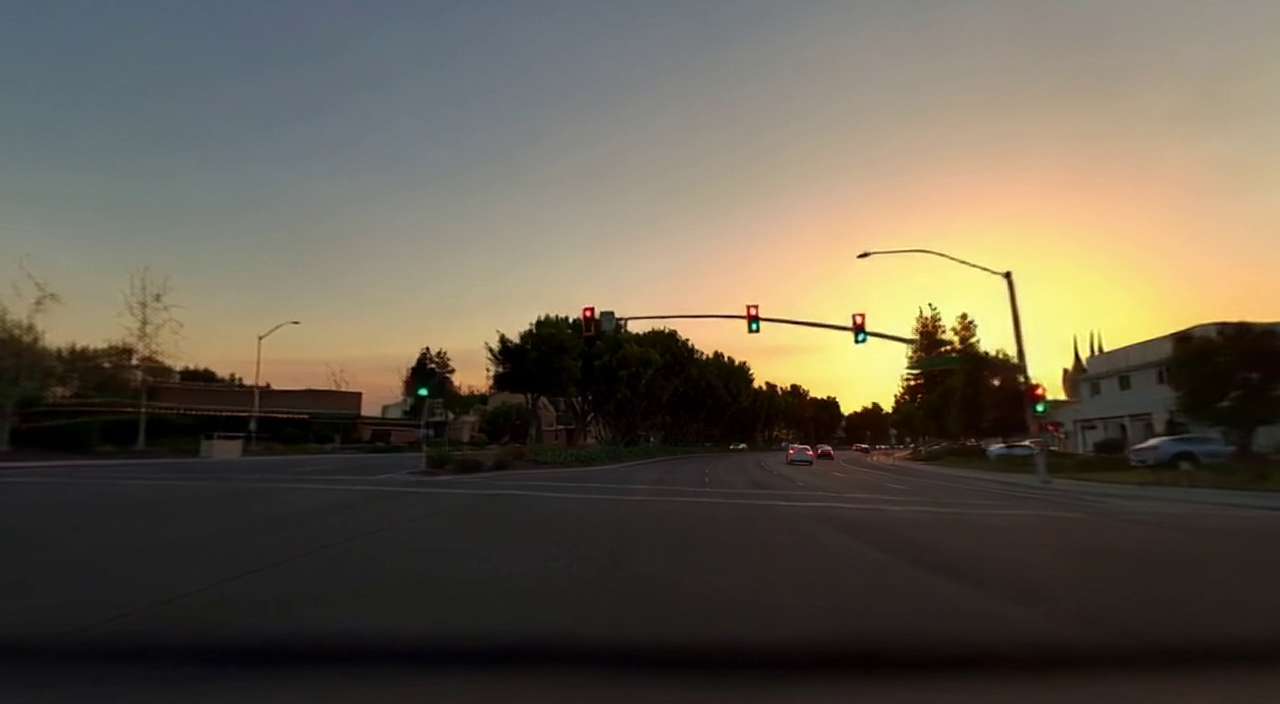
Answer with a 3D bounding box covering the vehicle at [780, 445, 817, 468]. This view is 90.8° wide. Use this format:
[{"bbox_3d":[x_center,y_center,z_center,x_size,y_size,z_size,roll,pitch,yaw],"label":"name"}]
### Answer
[{"bbox_3d":[10.740,7.088,43.160,1.988,1.460,3.996,-1,-9,8],"label":"vehicle"}]
